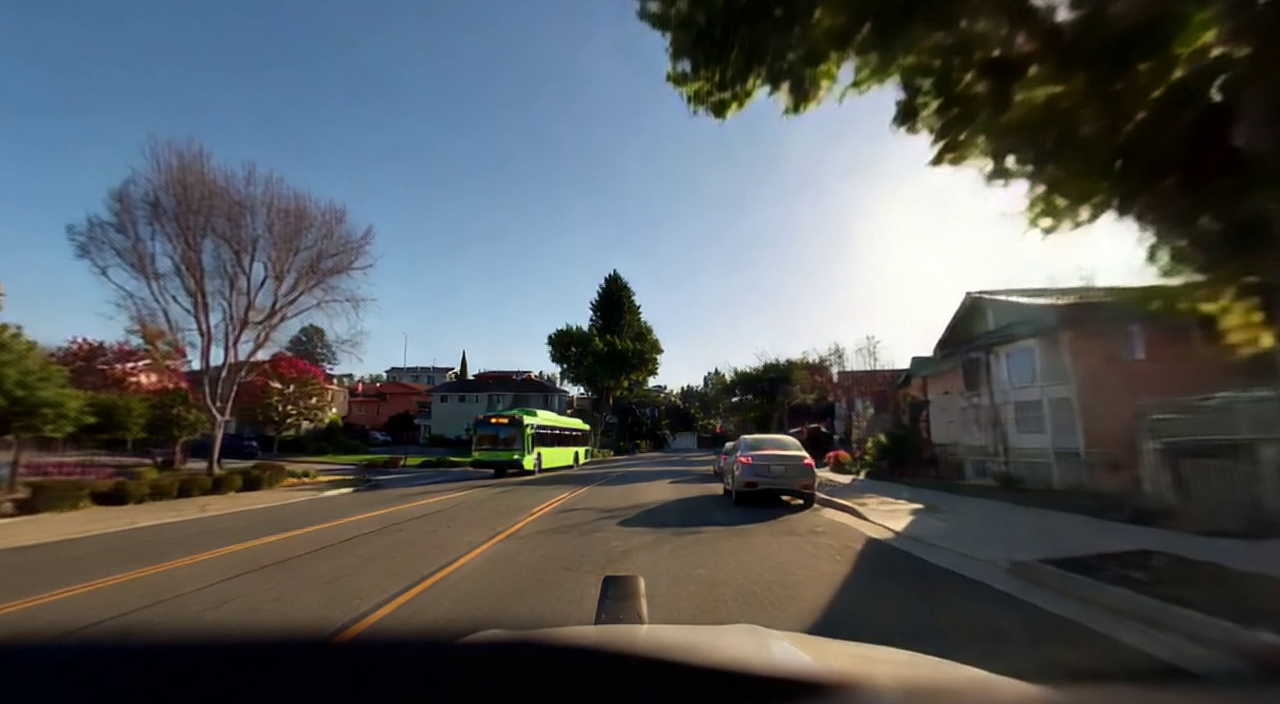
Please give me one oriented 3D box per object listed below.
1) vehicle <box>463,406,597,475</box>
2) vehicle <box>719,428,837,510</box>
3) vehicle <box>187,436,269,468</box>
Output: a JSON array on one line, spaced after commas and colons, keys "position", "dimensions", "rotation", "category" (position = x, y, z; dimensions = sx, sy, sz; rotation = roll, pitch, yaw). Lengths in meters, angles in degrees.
[{"position": [-5.594, 5.104, 35.890], "dimensions": [3.577, 3.168, 13.108], "rotation": [-1, -9, 8], "category": "vehicle"}, {"position": [2.972, 2.623, 14.548], "dimensions": [1.984, 1.601, 3.994], "rotation": [-1, -9, 3], "category": "vehicle"}, {"position": [-24.422, 5.973, 37.696], "dimensions": [2.006, 1.766, 4.685], "rotation": [1, -9, -5], "category": "vehicle"}]
